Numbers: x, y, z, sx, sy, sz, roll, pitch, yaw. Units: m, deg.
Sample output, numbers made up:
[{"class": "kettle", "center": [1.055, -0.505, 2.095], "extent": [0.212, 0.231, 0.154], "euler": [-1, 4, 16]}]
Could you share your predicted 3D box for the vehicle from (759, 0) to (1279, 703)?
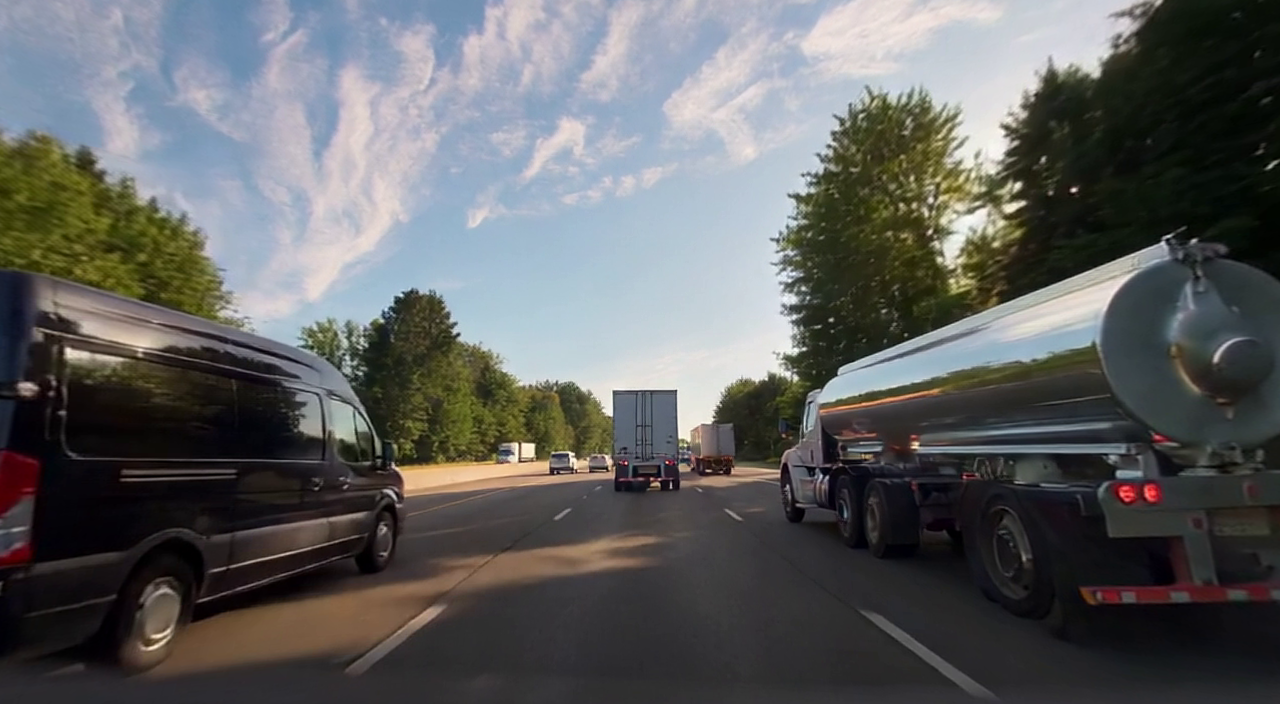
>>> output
[{"class": "vehicle", "center": [4.451, 0.614, 9.313], "extent": [3.139, 4.152, 11.915], "euler": [0, -9, 0]}]

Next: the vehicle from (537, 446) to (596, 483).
[{"class": "vehicle", "center": [-3.502, 5.474, 30.986], "extent": [2.134, 1.652, 4.439], "euler": [0, -9, 3]}]

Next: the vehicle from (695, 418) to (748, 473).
[{"class": "vehicle", "center": [5.772, 6.965, 46.685], "extent": [2.706, 3.500, 11.483], "euler": [0, -9, 2]}]

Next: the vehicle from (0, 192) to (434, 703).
[{"class": "vehicle", "center": [-4.160, 0.955, 5.409], "extent": [2.525, 2.572, 6.260], "euler": [0, -9, 1]}]

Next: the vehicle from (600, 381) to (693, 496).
[{"class": "vehicle", "center": [0.165, 3.332, 23.692], "extent": [2.773, 3.455, 9.118], "euler": [0, -9, 0]}]
